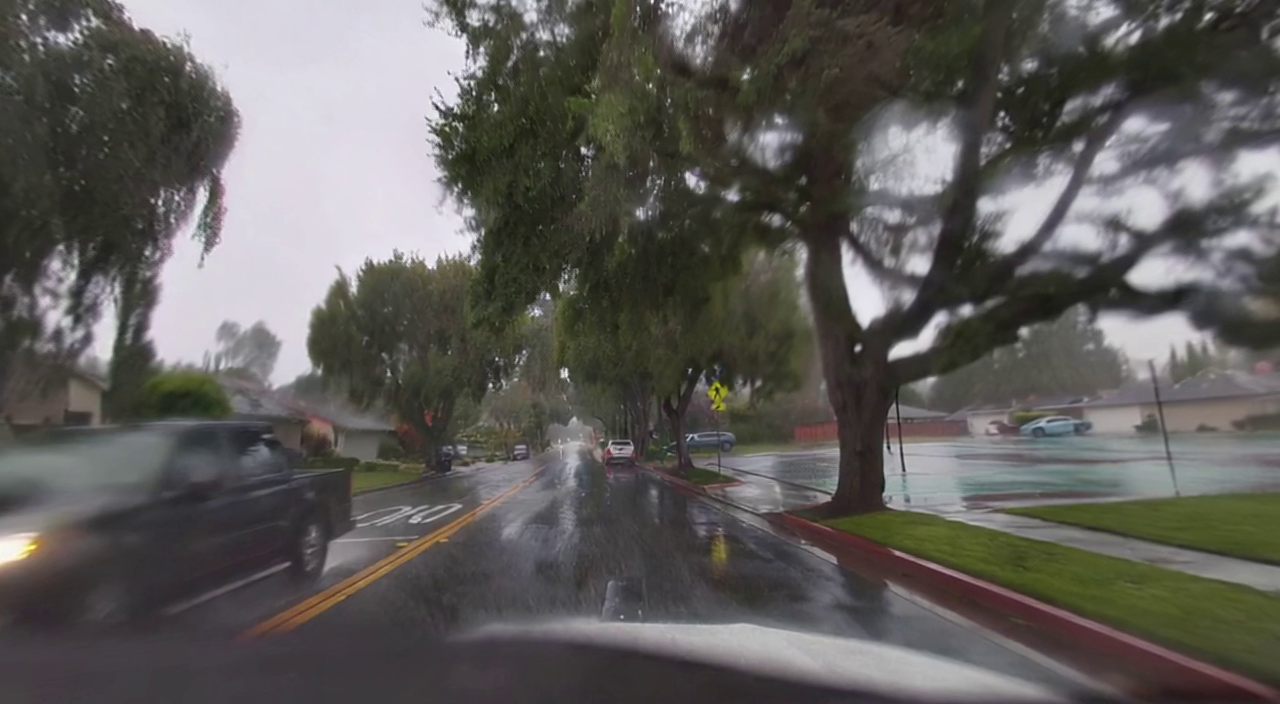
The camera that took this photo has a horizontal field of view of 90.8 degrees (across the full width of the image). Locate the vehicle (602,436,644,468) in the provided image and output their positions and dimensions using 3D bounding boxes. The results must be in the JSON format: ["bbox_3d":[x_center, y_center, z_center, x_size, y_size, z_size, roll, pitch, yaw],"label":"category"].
[{"bbox_3d":[-1.084,5.963,37.784,2.204,1.776,4.262,1,-8,-6],"label":"vehicle"}]

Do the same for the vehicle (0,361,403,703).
[{"bbox_3d":[-4.153,1.308,5.763,2.153,1.799,5.026,0,-8,-2],"label":"vehicle"}]

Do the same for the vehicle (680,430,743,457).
[{"bbox_3d":[5.393,6.795,47.281,4.390,1.696,1.954,1,-8,-36],"label":"vehicle"}]
